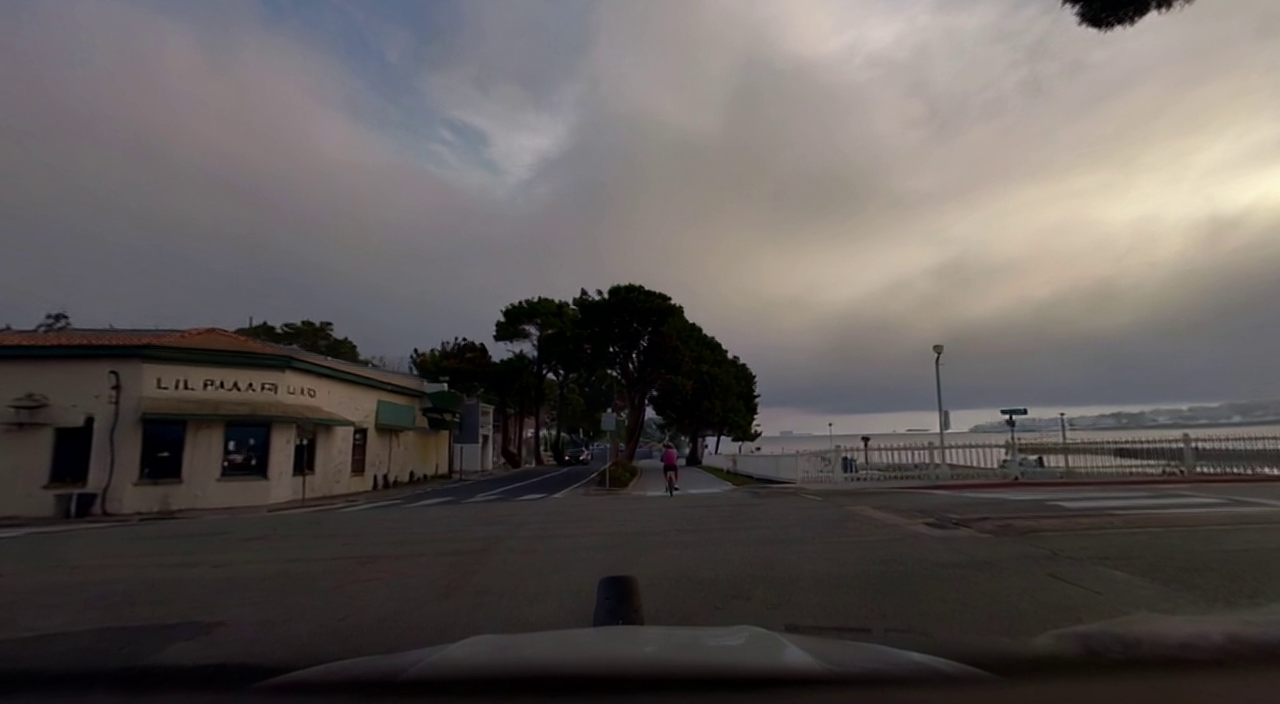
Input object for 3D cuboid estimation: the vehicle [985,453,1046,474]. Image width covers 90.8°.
[{"bbox_3d":[28.871,8.576,48.613,3.794,1.403,1.636,-1,-9,-12],"label":"vehicle"}]
